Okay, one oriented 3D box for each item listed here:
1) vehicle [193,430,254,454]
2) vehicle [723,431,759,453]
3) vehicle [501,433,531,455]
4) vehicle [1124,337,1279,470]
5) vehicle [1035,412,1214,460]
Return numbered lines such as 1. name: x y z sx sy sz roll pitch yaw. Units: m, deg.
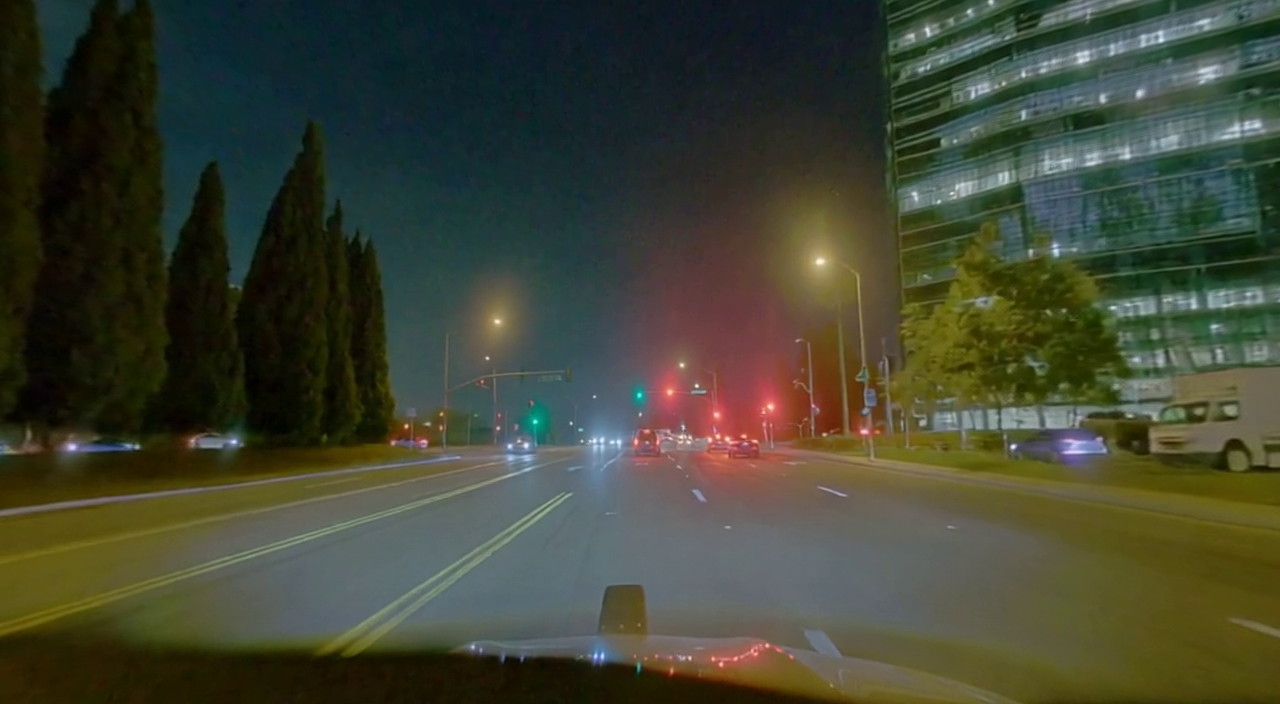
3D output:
1. vehicle: -31.644 6.918 47.818 1.871 1.703 4.093 -1 -9 -1
2. vehicle: 7.215 6.524 45.359 1.896 1.463 4.296 0 -8 0
3. vehicle: -9.761 7.225 49.304 2.016 1.677 4.147 2 -9 -15
4. vehicle: 18.933 1.468 17.858 7.796 3.467 2.793 -1 -7 0
5. vehicle: 18.262 3.203 23.899 4.927 1.679 2.198 -1 -7 2
